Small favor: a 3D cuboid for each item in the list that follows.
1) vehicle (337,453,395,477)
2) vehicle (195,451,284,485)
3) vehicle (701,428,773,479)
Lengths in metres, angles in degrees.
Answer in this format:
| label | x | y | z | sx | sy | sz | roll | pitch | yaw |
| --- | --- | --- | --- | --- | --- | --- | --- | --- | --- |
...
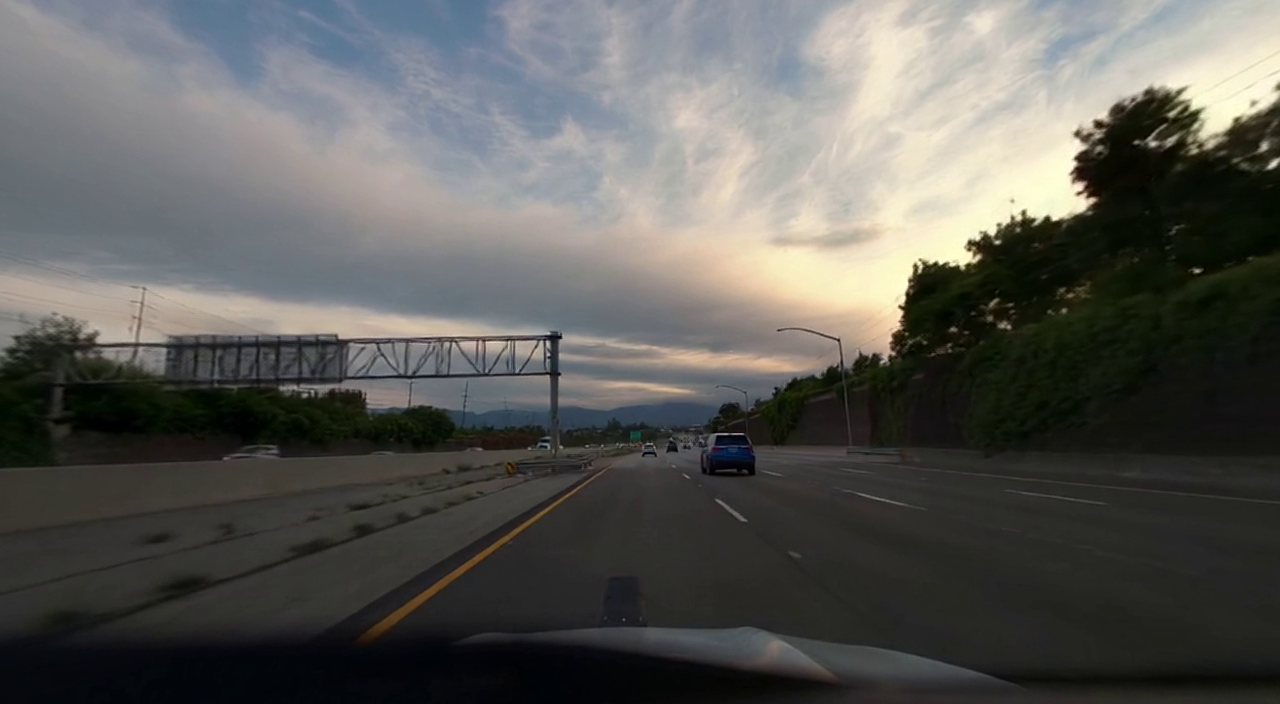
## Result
| label | x | y | z | sx | sy | sz | roll | pitch | yaw |
| --- | --- | --- | --- | --- | --- | --- | --- | --- | --- |
| vehicle | -18.888 | 7.790 | 43.746 | 1.957 | 1.474 | 4.535 | 0 | -8 | 1 |
| vehicle | -22.864 | 6.612 | 36.255 | 1.948 | 1.729 | 4.767 | 0 | -8 | 1 |
| vehicle | 3.715 | 3.986 | 25.073 | 2.120 | 1.832 | 4.287 | 0 | -8 | -1 |
